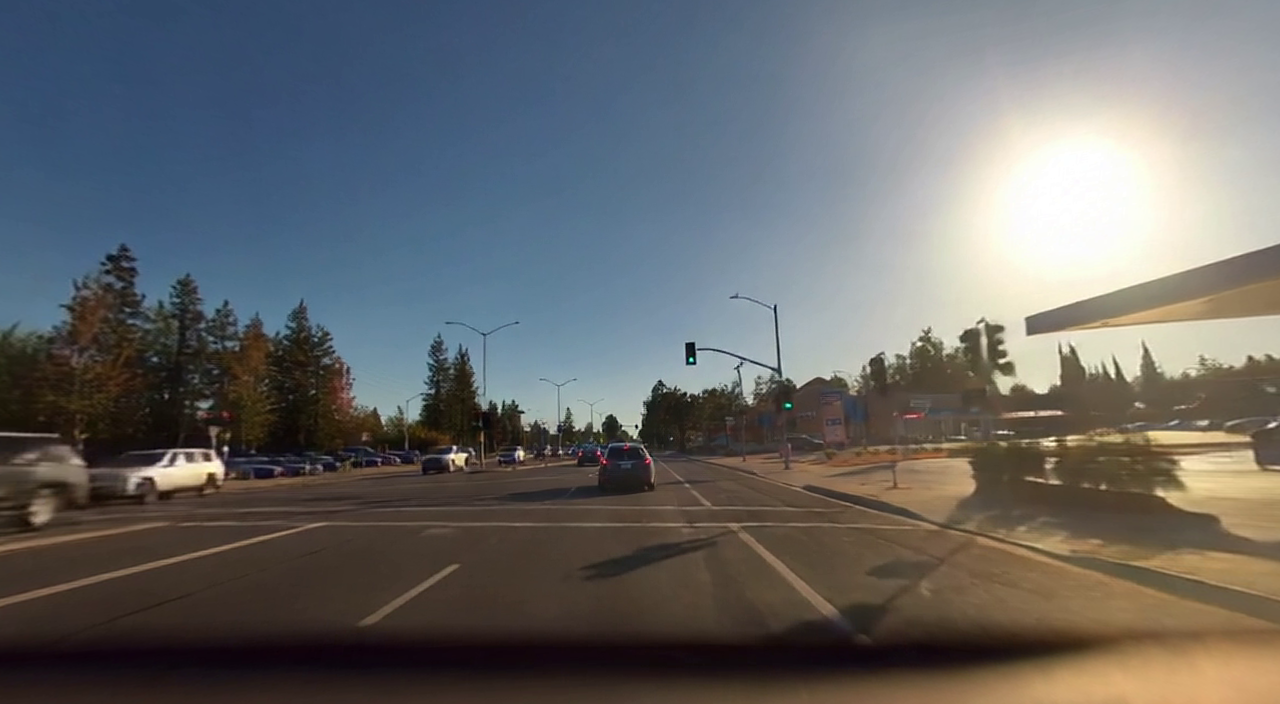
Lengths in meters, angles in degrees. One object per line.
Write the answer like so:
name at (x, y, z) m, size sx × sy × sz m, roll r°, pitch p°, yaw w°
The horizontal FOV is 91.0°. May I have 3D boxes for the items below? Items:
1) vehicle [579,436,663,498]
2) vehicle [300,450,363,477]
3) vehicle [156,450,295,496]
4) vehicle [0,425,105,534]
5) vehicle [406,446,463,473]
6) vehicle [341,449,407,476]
vehicle at (-0.461, 3.163, 17.724) m, size 2.062 × 1.519 × 4.214 m, roll 0°, pitch -8°, yaw 0°
vehicle at (-19.113, 6.893, 39.184) m, size 1.860 × 1.511 × 4.125 m, roll 1°, pitch -9°, yaw -1°
vehicle at (-15.601, 4.546, 24.078) m, size 1.960 × 1.508 × 4.794 m, roll 0°, pitch -9°, yaw 1°
vehicle at (-12.695, 2.256, 11.055) m, size 2.161 × 1.950 × 4.962 m, roll 0°, pitch -8°, yaw 0°
vehicle at (-12.690, 6.650, 39.123) m, size 1.989 × 1.539 × 4.413 m, roll 0°, pitch -9°, yaw 1°
vehicle at (-16.050, 6.662, 38.284) m, size 1.920 × 1.481 × 4.660 m, roll 0°, pitch -9°, yaw 1°
